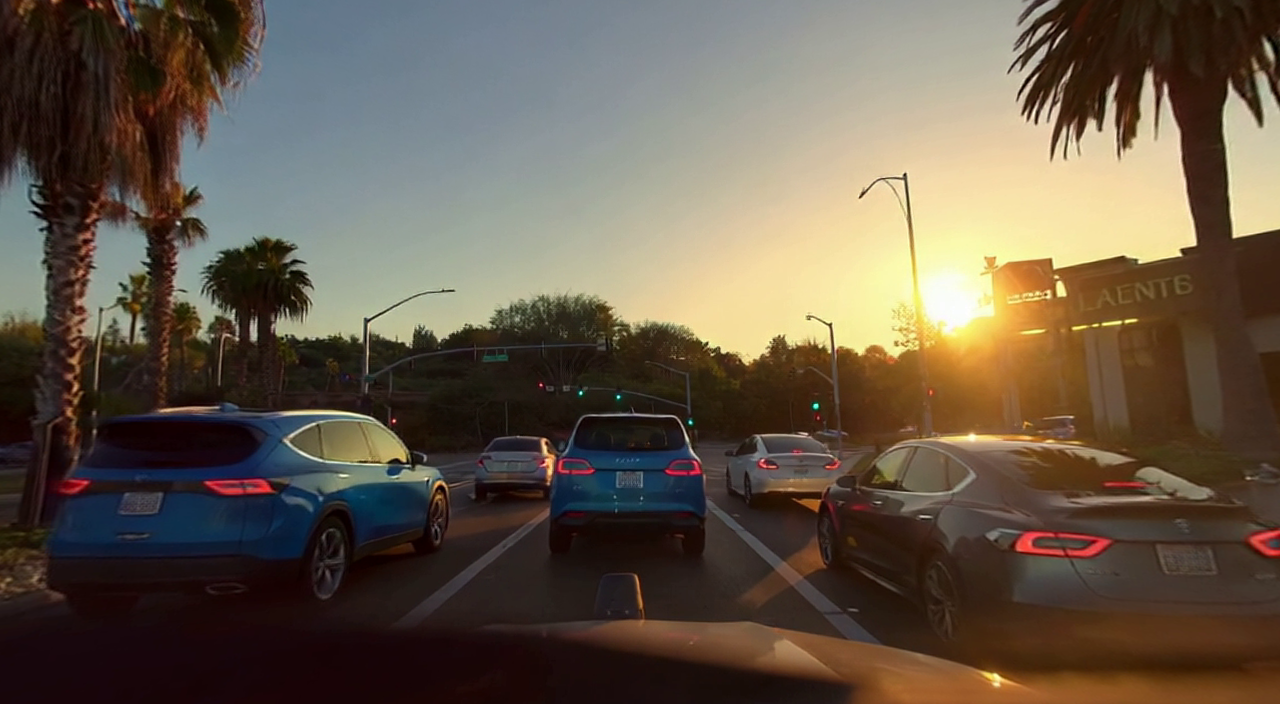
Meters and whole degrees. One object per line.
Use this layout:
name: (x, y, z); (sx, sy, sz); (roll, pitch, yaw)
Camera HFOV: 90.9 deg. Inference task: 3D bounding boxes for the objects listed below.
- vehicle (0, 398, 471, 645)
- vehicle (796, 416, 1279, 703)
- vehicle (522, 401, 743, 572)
vehicle: (-3.351, 1.397, 6.254); (2.014, 1.534, 4.455); (0, -9, 1)
vehicle: (2.968, 1.412, 5.451); (2.017, 1.491, 4.611); (0, -8, -1)
vehicle: (-0.140, 1.708, 8.763); (2.280, 1.747, 4.361); (0, -8, -2)
